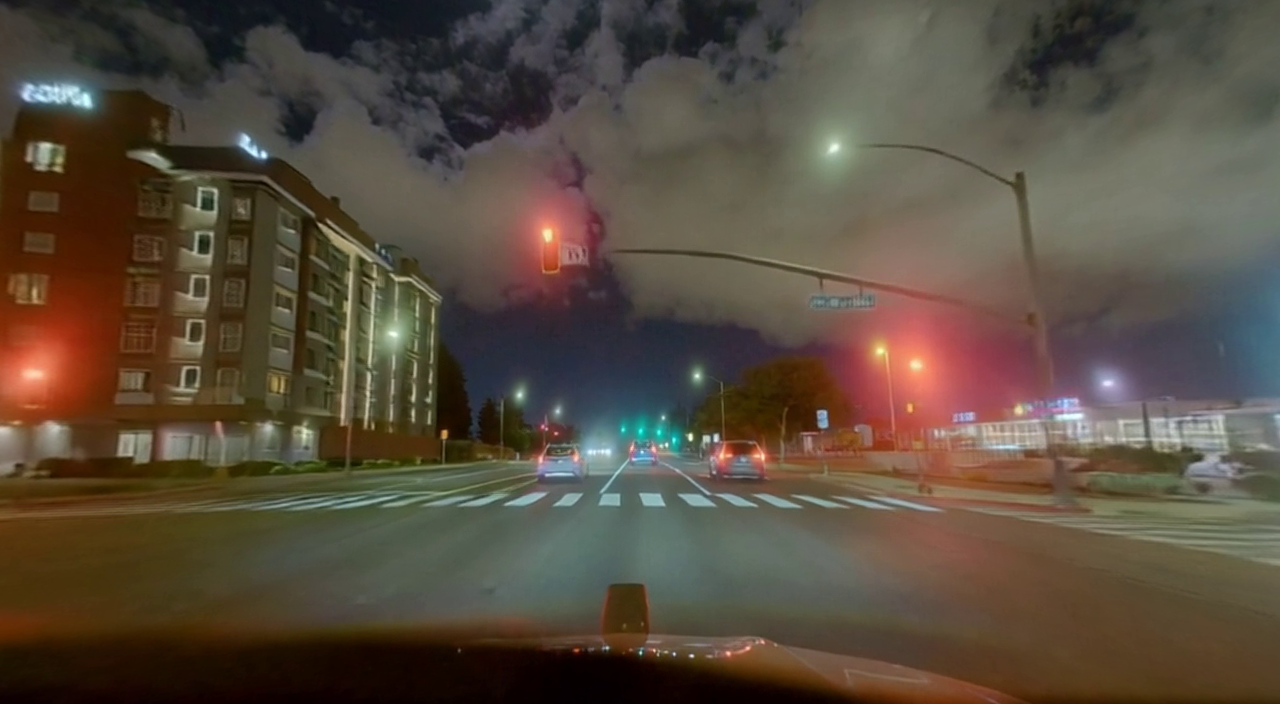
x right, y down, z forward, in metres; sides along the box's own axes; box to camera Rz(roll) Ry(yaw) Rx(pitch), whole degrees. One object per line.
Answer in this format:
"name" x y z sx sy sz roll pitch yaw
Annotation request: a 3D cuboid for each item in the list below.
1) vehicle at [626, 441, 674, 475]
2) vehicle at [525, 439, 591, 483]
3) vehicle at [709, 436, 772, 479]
"vehicle" 0.419 4.891 29.346 2.103 1.468 4.094 0 -9 0
"vehicle" -3.014 4.110 23.977 1.860 1.510 4.073 0 -9 1
"vehicle" 4.100 4.395 26.387 1.987 1.637 3.896 0 -9 0
